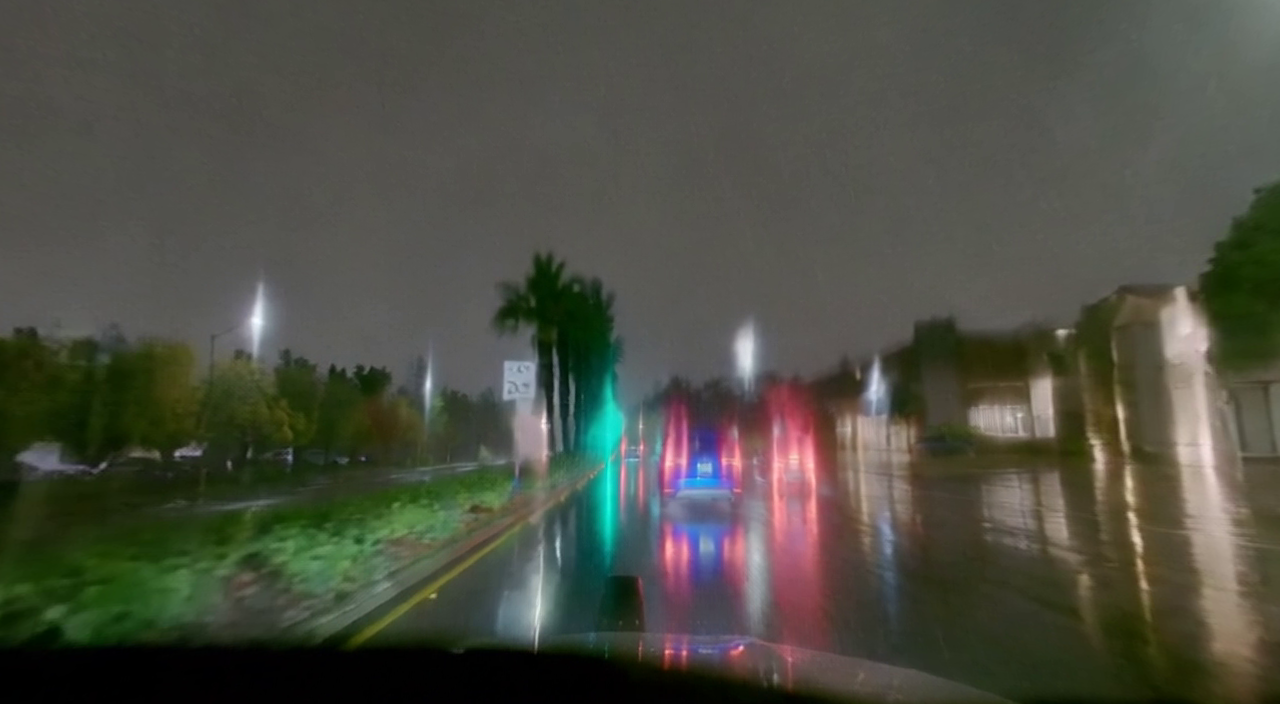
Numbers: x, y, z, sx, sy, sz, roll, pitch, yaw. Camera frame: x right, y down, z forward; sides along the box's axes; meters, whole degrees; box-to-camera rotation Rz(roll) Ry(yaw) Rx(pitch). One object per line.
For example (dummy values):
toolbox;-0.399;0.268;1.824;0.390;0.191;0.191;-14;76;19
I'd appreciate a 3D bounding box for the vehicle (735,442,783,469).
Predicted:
vehicle;6.971;6.094;37.444;1.930;1.457;4.267;0;-8;-2

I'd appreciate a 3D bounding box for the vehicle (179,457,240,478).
vehicle;-31.485;8.445;46.353;1.765;1.417;3.827;0;-8;0

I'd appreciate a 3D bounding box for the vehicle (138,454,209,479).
vehicle;-34.310;8.411;46.603;1.926;1.722;4.264;0;-8;1

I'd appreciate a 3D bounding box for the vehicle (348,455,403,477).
vehicle;-19.577;8.442;46.992;1.848;1.460;4.641;-1;-8;4

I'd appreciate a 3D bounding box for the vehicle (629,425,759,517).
vehicle;0.964;2.535;13.953;2.239;1.693;4.301;0;-8;-4

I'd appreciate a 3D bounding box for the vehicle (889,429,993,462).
vehicle;20.393;6.374;42.928;5.820;1.968;2.301;-1;-9;-2

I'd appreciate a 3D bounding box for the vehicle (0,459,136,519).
vehicle;-19.731;4.476;21.084;1.929;1.646;4.716;0;-8;0
